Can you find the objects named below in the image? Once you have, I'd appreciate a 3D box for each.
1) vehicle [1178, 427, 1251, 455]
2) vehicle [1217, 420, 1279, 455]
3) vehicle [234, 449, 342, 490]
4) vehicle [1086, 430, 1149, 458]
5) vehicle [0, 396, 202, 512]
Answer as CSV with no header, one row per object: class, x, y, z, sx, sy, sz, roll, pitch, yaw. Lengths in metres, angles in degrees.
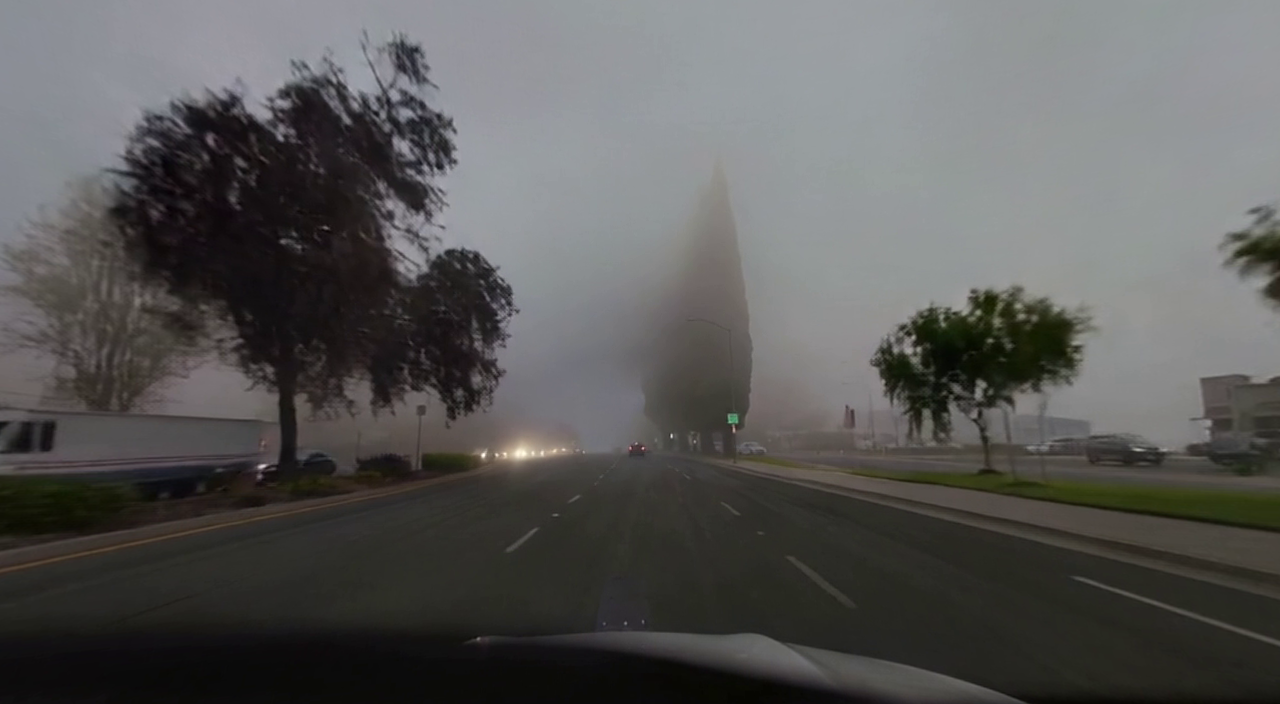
vehicle,32.544,5.094,35.815,1.826,1.478,4.336,-4,-9,26
vehicle,35.445,4.893,36.064,2.129,1.846,4.542,-4,-9,24
vehicle,-14.204,4.735,25.791,1.830,1.474,4.623,0,-8,-1
vehicle,26.885,5.210,35.614,2.002,1.460,4.533,-5,-9,27
vehicle,-20.996,3.568,22.312,3.141,3.464,11.209,0,-8,-1
